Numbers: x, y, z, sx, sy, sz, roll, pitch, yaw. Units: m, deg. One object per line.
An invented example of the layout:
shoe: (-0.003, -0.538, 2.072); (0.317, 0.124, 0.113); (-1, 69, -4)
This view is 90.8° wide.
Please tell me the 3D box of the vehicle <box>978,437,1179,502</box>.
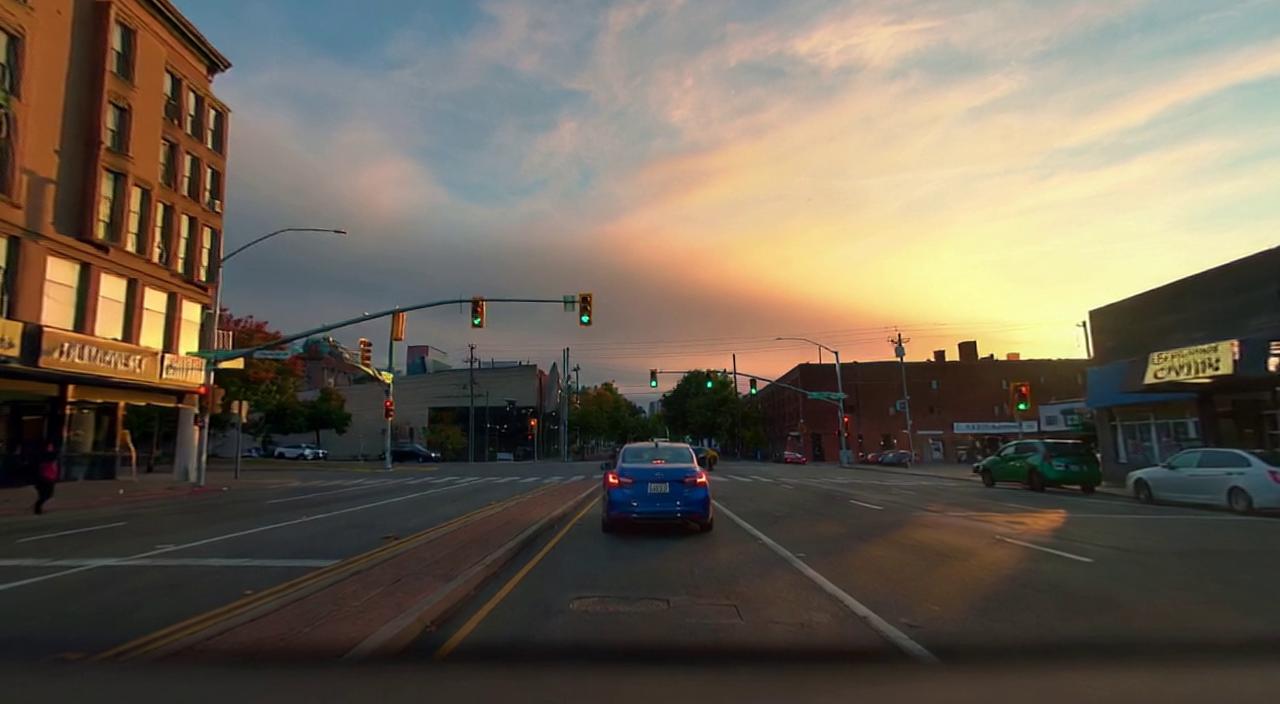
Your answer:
vehicle: (14.085, 3.787, 20.954); (2.309, 1.819, 5.793); (0, -8, -2)

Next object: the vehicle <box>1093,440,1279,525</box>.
vehicle: (14.187, 3.049, 15.535); (2.235, 1.721, 5.230); (0, -8, 1)

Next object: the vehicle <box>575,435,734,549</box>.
vehicle: (0.181, 2.137, 10.373); (2.067, 1.471, 4.241); (0, -8, 0)
